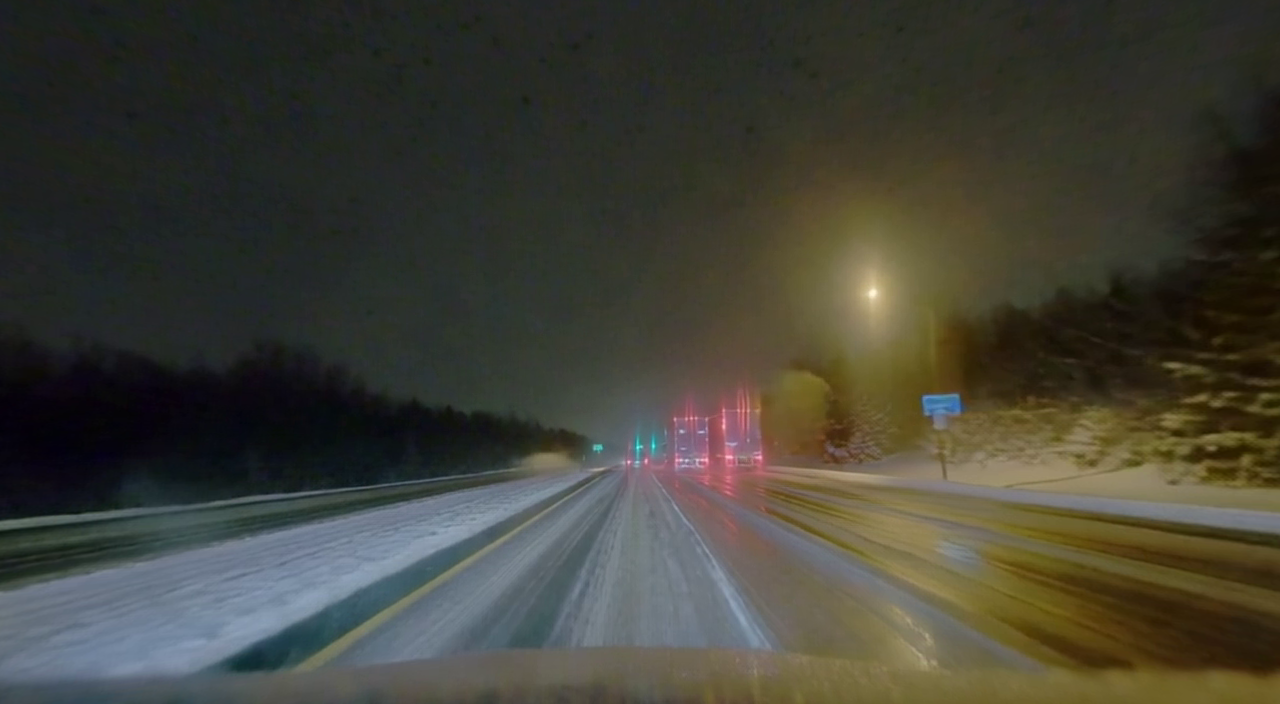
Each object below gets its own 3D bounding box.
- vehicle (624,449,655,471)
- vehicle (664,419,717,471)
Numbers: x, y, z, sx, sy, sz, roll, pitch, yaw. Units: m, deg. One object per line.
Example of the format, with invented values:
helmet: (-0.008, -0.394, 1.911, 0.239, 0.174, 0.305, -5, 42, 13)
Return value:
vehicle: (-0.072, 7.749, 44.992, 2.083, 1.473, 3.923, 0, -9, -1)
vehicle: (3.482, 6.745, 45.218, 2.859, 3.332, 7.735, 0, -9, -2)
